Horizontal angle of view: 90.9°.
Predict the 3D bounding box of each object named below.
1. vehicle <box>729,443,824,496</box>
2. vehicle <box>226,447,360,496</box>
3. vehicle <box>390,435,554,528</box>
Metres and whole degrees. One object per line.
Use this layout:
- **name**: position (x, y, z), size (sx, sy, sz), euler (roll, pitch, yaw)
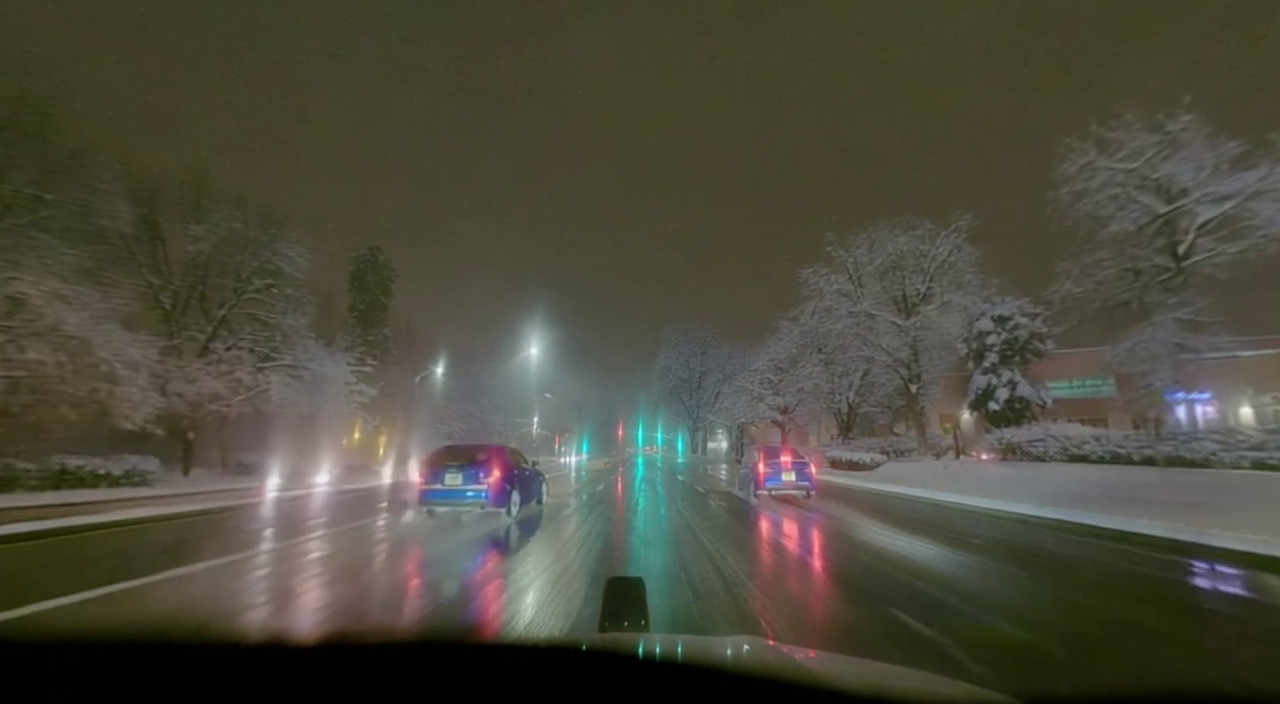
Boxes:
- **vehicle**: position (4.180, 3.659, 20.063), size (1.977, 1.474, 4.399), euler (0, -8, -1)
- **vehicle**: position (-12.343, 4.239, 22.891), size (2.099, 1.542, 4.752), euler (0, -8, 1)
- **vehicle**: position (-3.057, 2.448, 12.537), size (2.001, 1.504, 4.212), euler (-1, -8, 2)
